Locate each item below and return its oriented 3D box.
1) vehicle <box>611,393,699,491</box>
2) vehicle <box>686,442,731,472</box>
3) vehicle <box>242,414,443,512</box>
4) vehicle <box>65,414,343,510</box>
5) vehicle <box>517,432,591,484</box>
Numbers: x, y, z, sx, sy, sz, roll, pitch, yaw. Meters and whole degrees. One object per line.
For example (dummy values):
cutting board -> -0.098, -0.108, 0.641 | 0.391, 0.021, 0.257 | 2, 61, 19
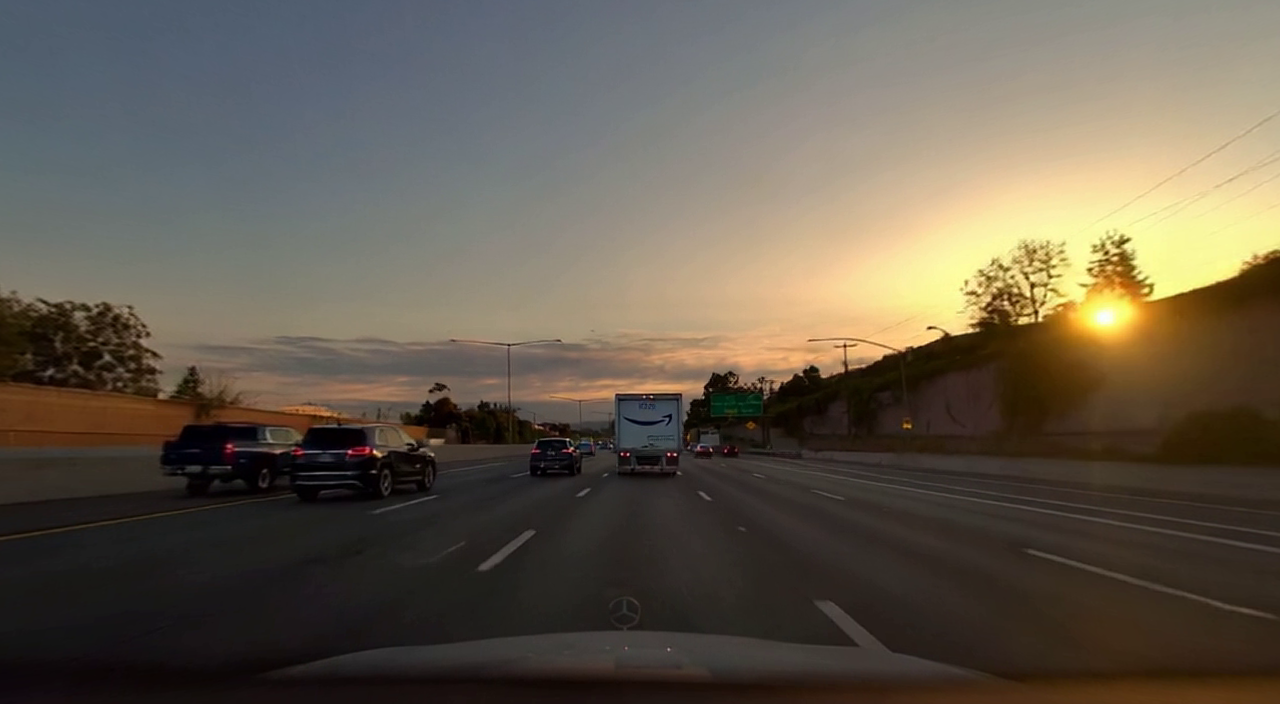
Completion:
vehicle -> 0.400, 2.982, 20.827 | 2.456, 2.705, 6.251 | 0, -9, 0
vehicle -> 3.648, 5.648, 34.201 | 1.970, 1.499, 4.491 | 0, -9, 0
vehicle -> -6.492, 2.502, 14.633 | 2.101, 1.858, 5.071 | 0, -9, 1
vehicle -> -10.108, 2.645, 15.628 | 2.454, 1.857, 6.221 | 0, -9, 0
vehicle -> -3.038, 3.861, 23.197 | 2.095, 1.688, 4.188 | 0, -9, 1
